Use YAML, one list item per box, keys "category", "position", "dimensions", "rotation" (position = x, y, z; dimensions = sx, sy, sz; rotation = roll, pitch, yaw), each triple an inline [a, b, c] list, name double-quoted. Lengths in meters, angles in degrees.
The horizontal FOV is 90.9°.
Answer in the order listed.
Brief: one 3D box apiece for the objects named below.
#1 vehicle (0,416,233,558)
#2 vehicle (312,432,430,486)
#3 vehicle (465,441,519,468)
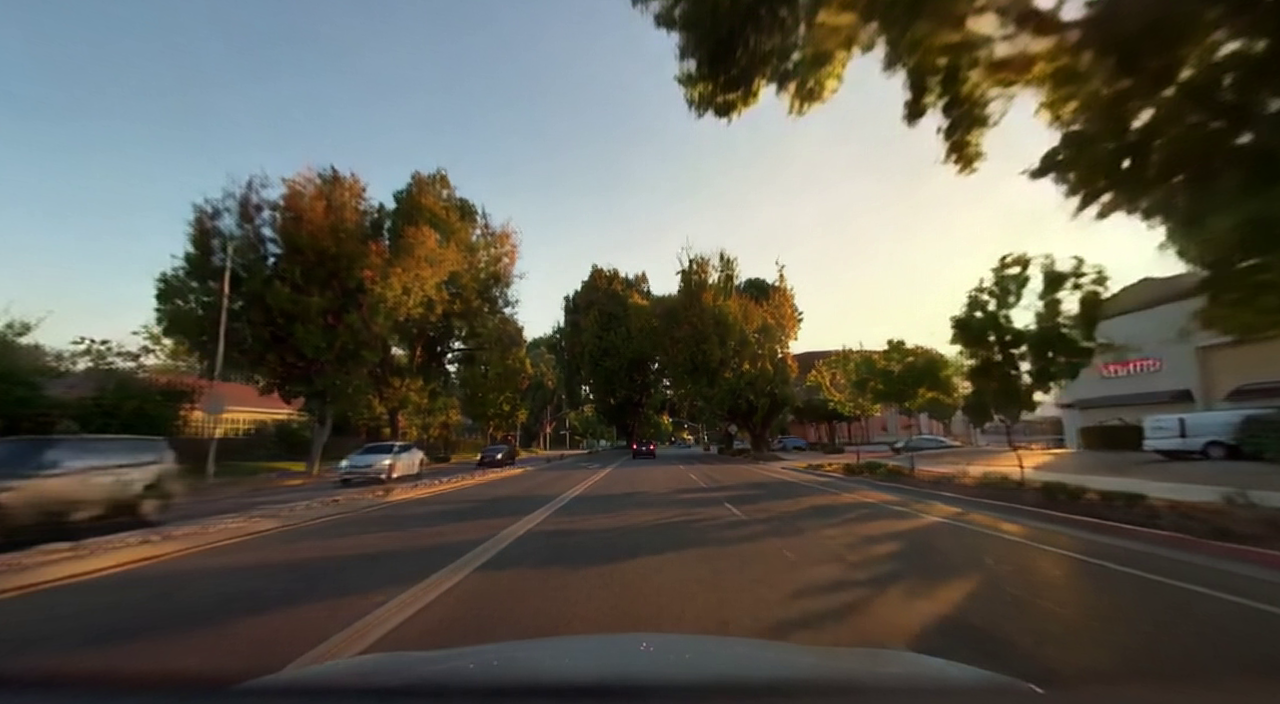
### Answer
- category: "vehicle"
  position: [-9.018, 1.961, 9.794]
  dimensions: [2.250, 1.747, 4.492]
  rotation: [0, -8, 2]
- category: "vehicle"
  position: [-9.817, 3.930, 23.547]
  dimensions: [2.230, 1.777, 4.797]
  rotation: [0, -8, 1]
- category: "vehicle"
  position: [-8.703, 6.069, 37.463]
  dimensions: [1.946, 1.470, 4.443]
  rotation: [0, -8, 2]
